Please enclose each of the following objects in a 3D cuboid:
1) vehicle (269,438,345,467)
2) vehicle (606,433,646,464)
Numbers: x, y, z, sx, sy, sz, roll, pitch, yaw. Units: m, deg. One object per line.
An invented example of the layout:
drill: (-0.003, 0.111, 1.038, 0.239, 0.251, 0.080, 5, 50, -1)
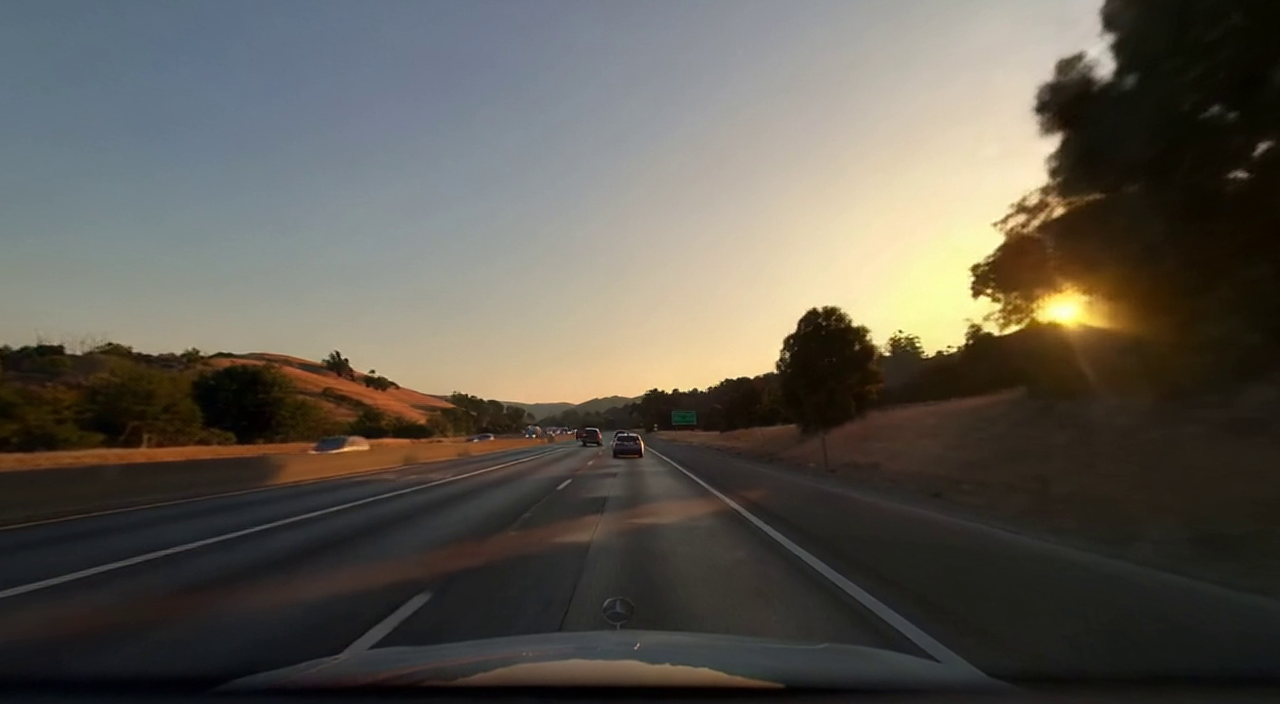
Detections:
vehicle: (-19.575, 5.910, 37.245, 1.908, 1.537, 4.798, 0, -8, 0)
vehicle: (-0.737, 4.896, 32.168, 1.948, 1.470, 3.913, 0, -8, -2)
